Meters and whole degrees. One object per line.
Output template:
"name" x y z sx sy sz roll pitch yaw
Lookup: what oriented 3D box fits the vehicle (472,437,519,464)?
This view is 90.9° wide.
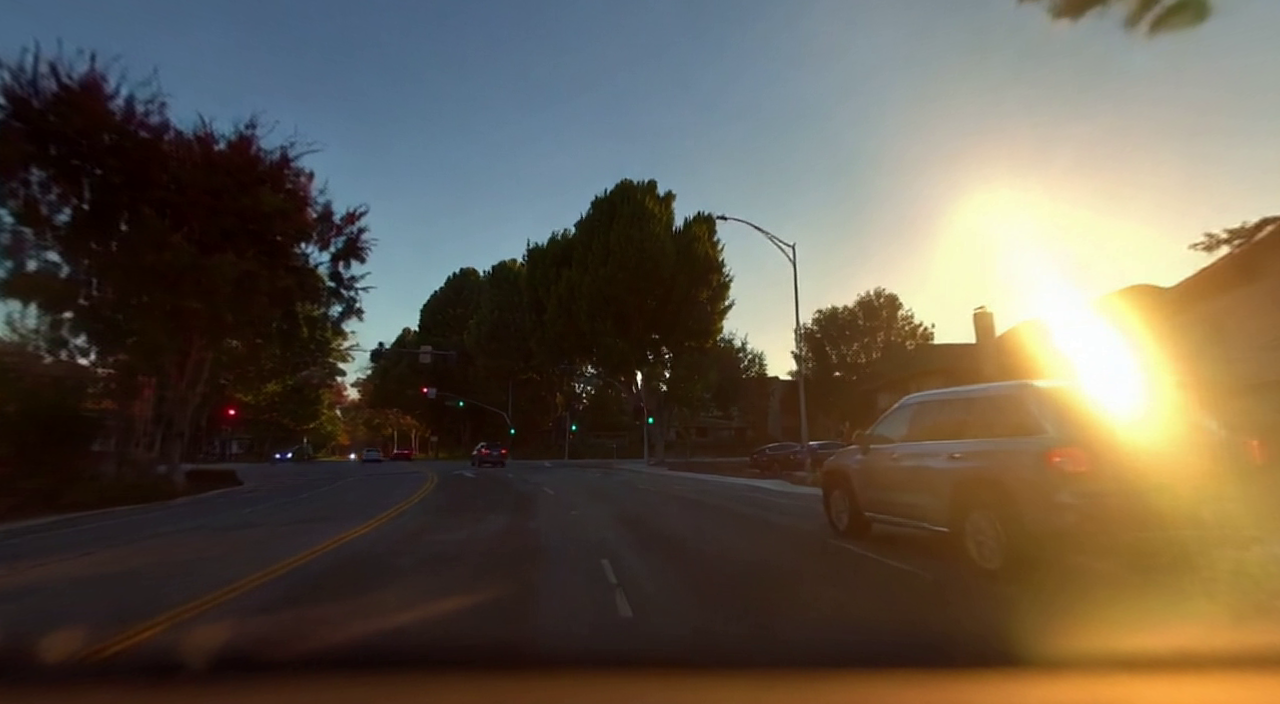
"vehicle" -9.929 6.738 43.045 2.138 1.729 4.178 4 -9 -26

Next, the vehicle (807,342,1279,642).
"vehicle" 4.164 1.372 7.315 2.338 2.063 5.592 1 -9 -7
